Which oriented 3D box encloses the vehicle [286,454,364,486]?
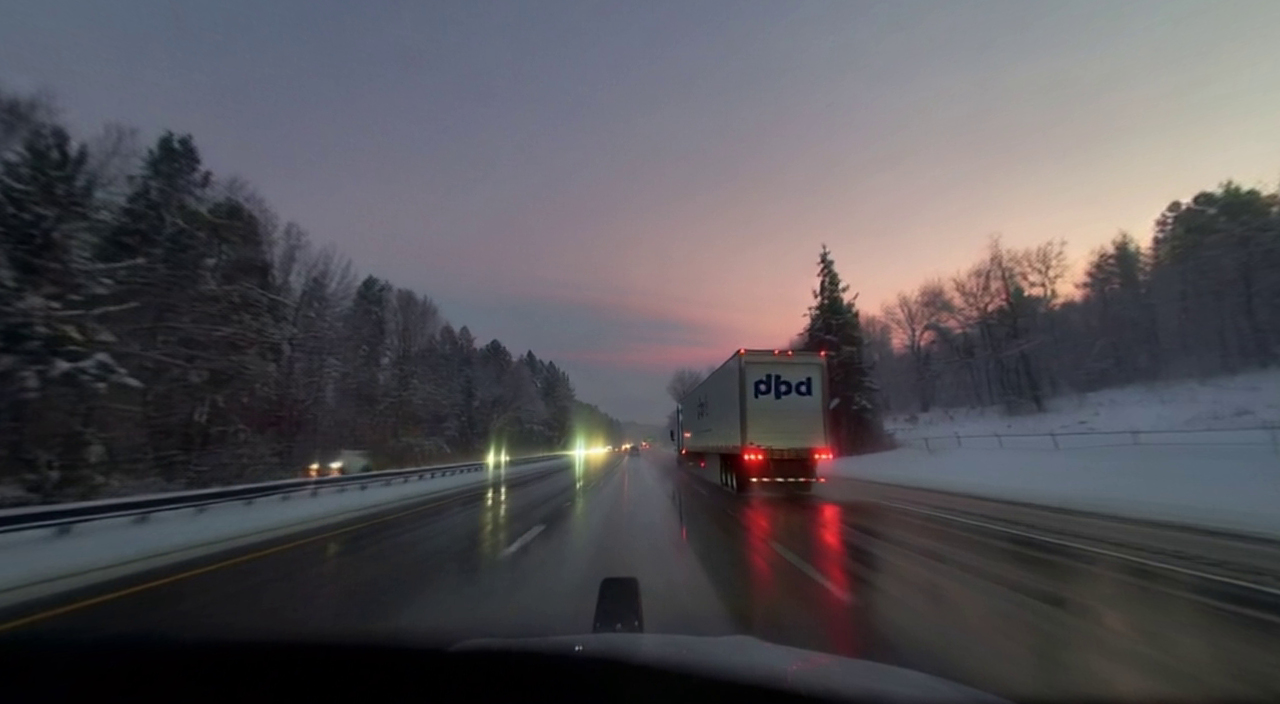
[{"bbox_3d":[-17.326,6.472,34.830,1.884,1.617,4.603,0,-9,0],"label":"vehicle"}]

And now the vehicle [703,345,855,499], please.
[{"bbox_3d":[3.946,2.397,20.292,2.856,3.933,8.334,0,-9,-1],"label":"vehicle"}]
